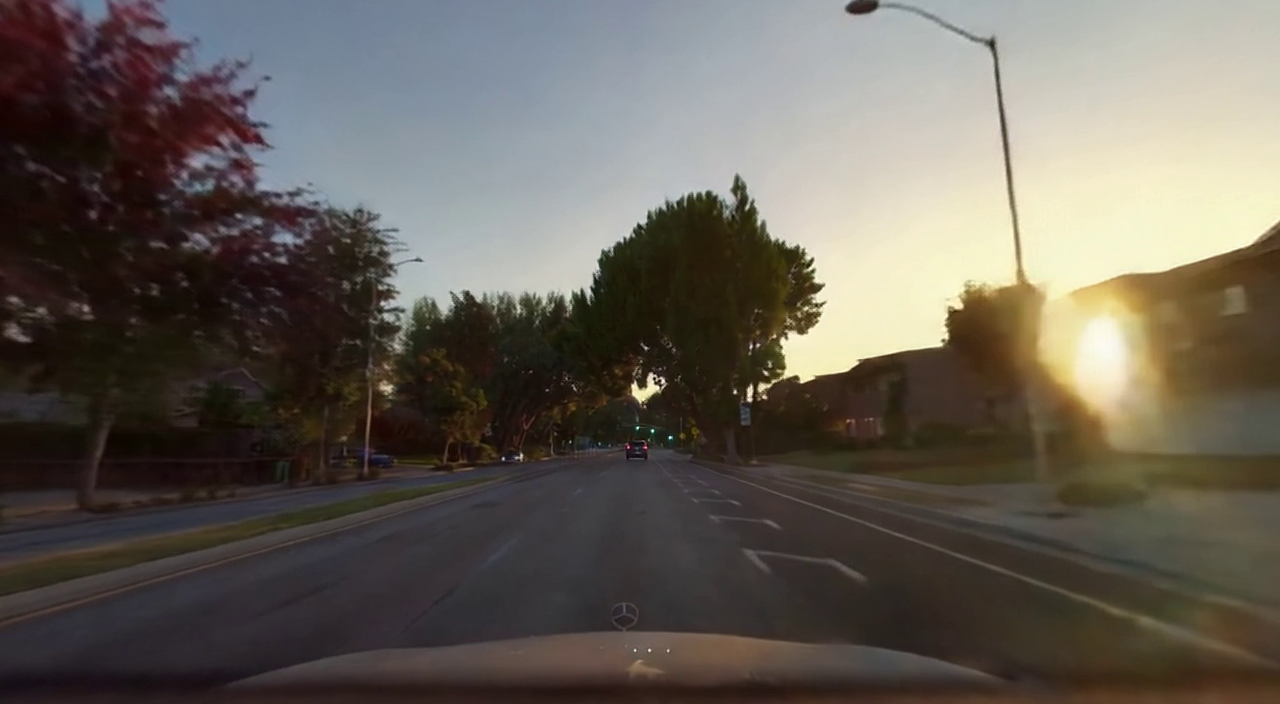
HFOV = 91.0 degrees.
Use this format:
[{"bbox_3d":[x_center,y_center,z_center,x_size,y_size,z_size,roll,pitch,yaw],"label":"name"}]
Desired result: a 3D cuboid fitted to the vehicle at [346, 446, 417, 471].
[{"bbox_3d":[-18.944,7.822,46.209,4.170,1.704,2.174,0,-9,4],"label":"vehicle"}]
